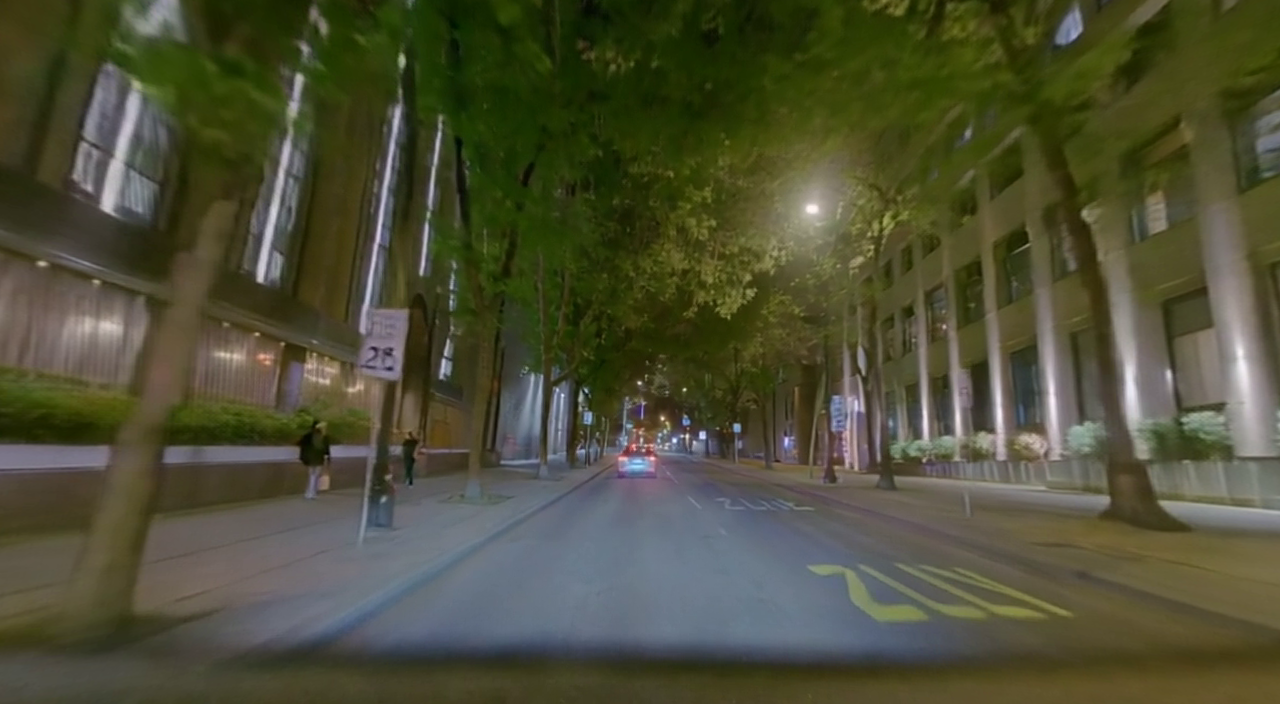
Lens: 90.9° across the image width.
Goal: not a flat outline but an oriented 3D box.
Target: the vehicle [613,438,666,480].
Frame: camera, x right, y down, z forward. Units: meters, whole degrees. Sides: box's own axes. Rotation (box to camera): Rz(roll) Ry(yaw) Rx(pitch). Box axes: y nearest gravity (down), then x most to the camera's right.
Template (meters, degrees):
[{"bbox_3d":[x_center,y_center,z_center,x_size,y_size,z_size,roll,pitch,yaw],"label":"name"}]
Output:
[{"bbox_3d":[-0.060,4.533,26.864,2.079,1.621,3.861,0,-9,-1],"label":"vehicle"}]
